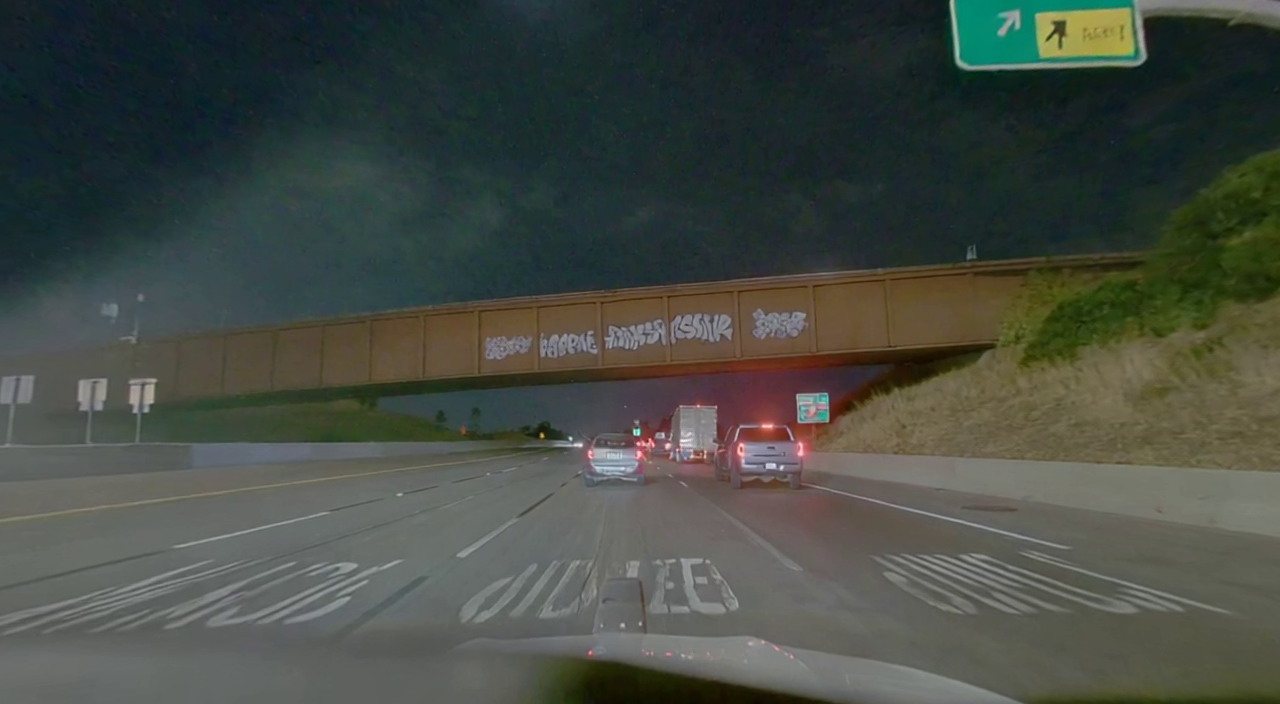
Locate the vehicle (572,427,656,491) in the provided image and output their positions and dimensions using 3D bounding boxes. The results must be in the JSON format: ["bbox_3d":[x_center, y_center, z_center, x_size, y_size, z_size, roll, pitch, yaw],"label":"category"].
[{"bbox_3d":[-0.708,3.094,18.502,2.193,1.651,3.946,0,-8,-1],"label":"vehicle"}]

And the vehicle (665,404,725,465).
[{"bbox_3d":[3.288,5.249,39.763,2.873,3.408,7.323,0,-8,-1],"label":"vehicle"}]

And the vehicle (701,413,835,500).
[{"bbox_3d":[3.154,2.769,17.142,2.311,1.922,5.977,0,-8,-1],"label":"vehicle"}]
